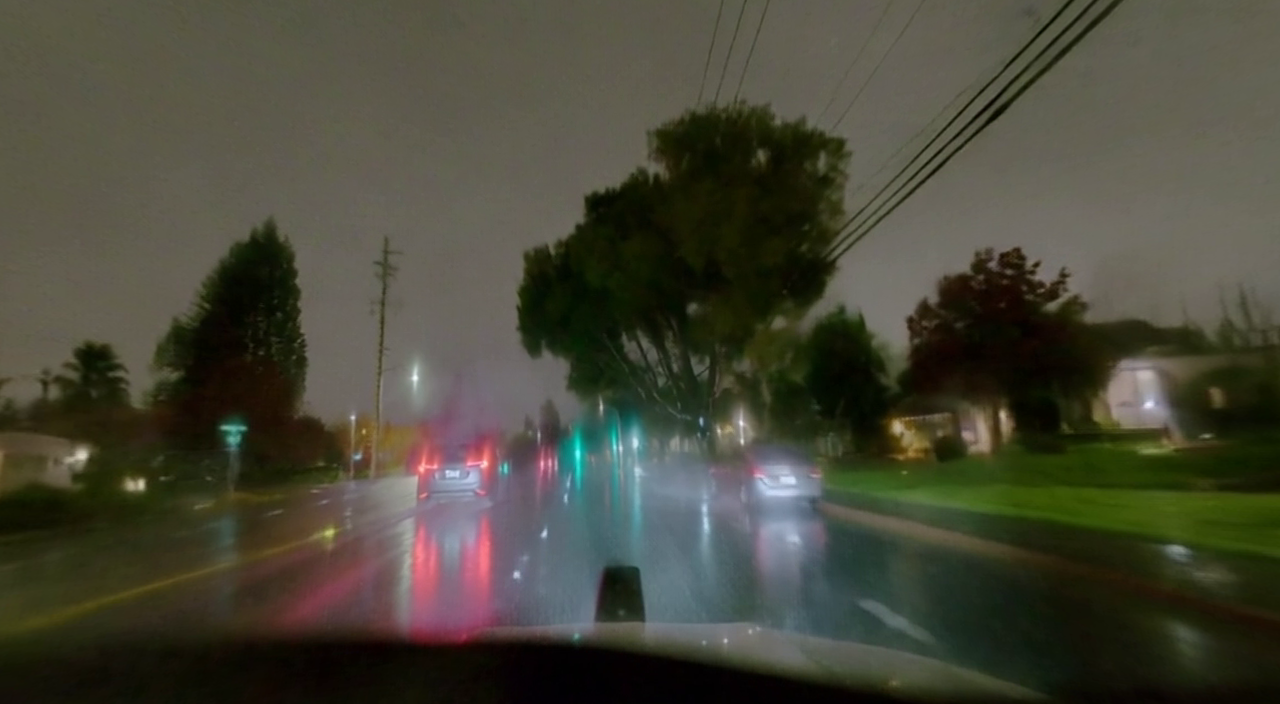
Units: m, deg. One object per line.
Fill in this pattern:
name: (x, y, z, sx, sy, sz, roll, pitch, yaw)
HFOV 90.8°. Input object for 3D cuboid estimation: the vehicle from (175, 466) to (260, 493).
vehicle: (-25.617, 7.710, 38.398, 3.892, 1.323, 1.741, 0, -7, -11)

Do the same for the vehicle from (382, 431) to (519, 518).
vehicle: (-4.358, 2.873, 15.364, 2.175, 1.772, 4.442, 0, -9, -3)

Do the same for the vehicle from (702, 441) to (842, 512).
vehicle: (2.985, 2.919, 15.398, 1.928, 1.447, 4.386, 1, -9, -8)
